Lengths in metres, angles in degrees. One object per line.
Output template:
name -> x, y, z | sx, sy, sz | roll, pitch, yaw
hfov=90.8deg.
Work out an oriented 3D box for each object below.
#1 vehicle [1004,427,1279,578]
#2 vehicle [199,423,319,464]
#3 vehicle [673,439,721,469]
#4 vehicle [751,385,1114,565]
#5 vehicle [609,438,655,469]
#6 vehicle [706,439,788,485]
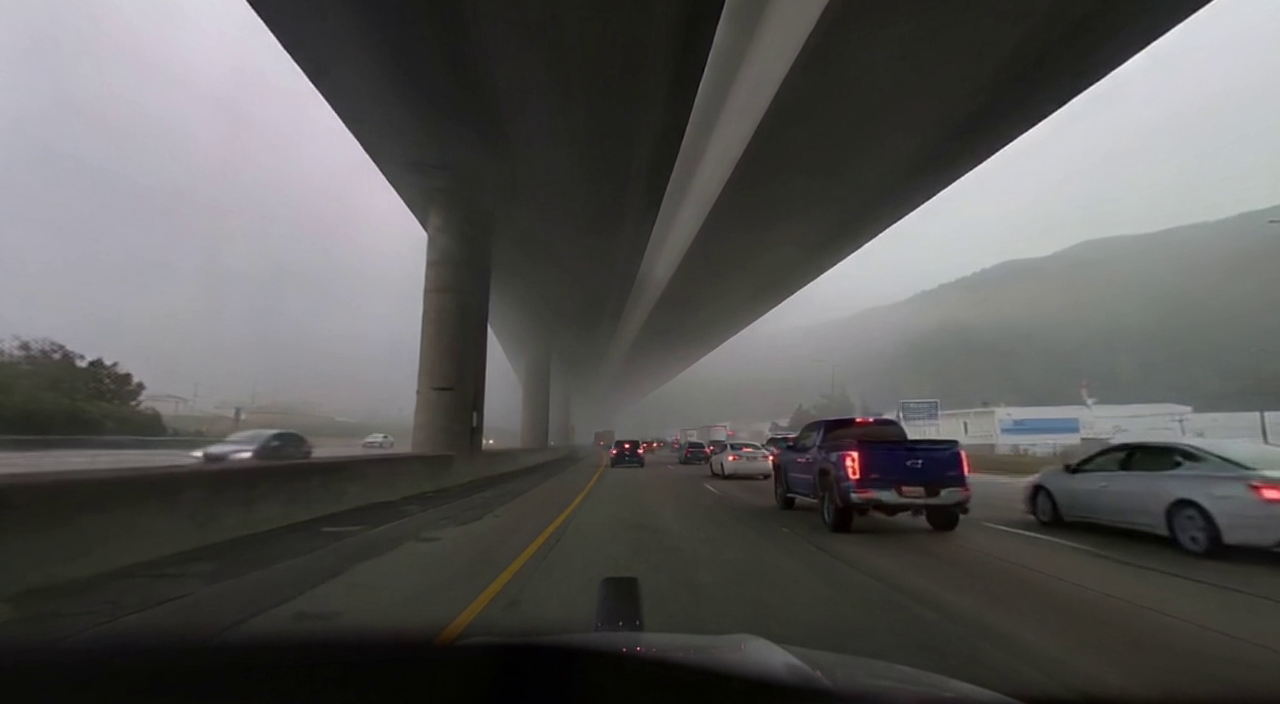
vehicle -> 7.360, 1.834, 8.593 | 1.960, 1.496, 4.705 | 0, -8, -1
vehicle -> -15.265, 3.724, 25.706 | 1.974, 1.493, 4.796 | 0, -8, -1
vehicle -> 3.132, 5.740, 35.750 | 2.057, 1.517, 4.538 | 0, -8, -3
vehicle -> 4.000, 1.927, 10.857 | 2.747, 2.061, 7.011 | 0, -8, -1
vehicle -> -0.456, 5.396, 33.680 | 2.266, 1.549, 3.978 | 0, -8, -2
vehicle -> 3.652, 3.862, 22.564 | 1.923, 1.462, 4.895 | 0, -8, -2
